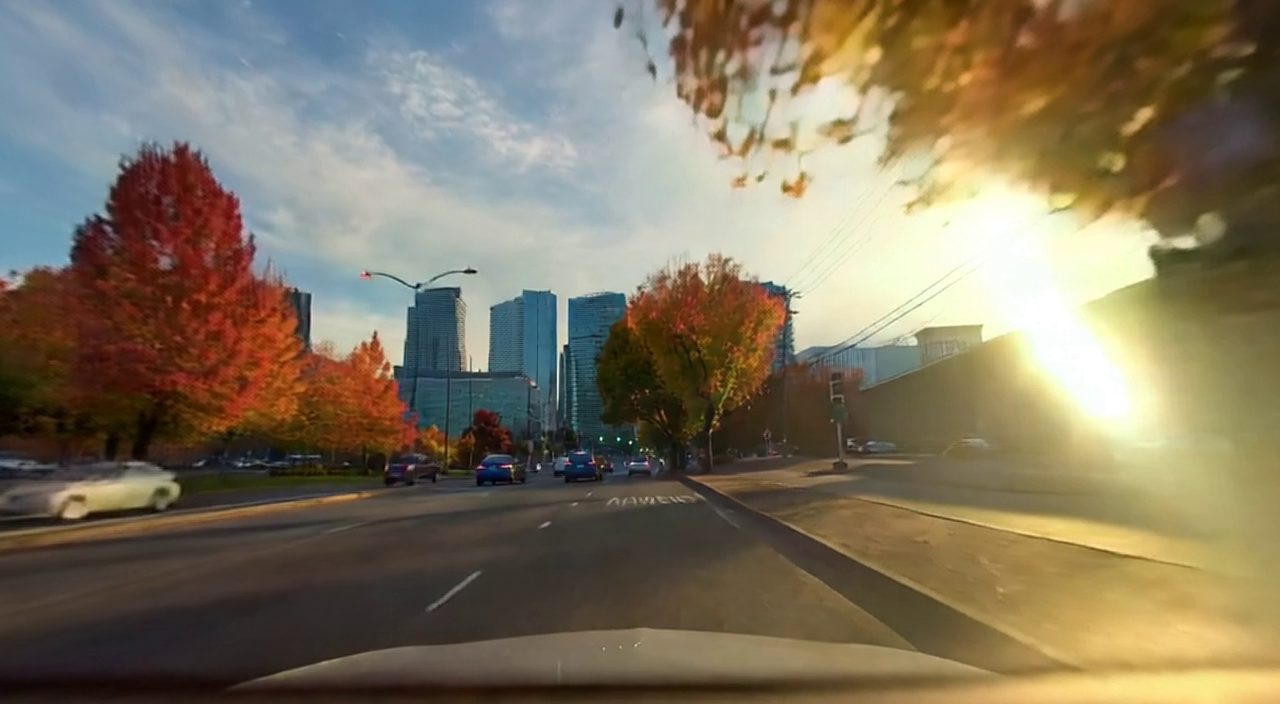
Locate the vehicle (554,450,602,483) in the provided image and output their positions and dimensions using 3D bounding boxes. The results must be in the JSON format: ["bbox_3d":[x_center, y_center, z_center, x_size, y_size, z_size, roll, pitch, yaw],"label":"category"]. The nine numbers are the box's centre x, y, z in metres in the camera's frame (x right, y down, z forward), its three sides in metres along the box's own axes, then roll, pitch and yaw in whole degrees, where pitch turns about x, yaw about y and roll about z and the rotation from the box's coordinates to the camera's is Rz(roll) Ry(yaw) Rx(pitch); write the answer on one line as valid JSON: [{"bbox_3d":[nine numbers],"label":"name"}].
[{"bbox_3d":[-3.395,6.354,35.205,2.085,1.663,4.513,0,-8,1],"label":"vehicle"}]

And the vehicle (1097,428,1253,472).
[{"bbox_3d":[20.596,3.785,24.583,1.941,1.485,4.755,2,-8,0],"label":"vehicle"}]

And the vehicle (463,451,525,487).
[{"bbox_3d":[-7.130,5.725,31.150,1.932,1.596,4.247,0,-8,1],"label":"vehicle"}]

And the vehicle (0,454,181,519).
[{"bbox_3d":[-15.836,3.691,17.866,1.969,1.503,4.797,1,-8,0],"label":"vehicle"}]

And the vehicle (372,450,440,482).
[{"bbox_3d":[-15.658,7.646,42.571,2.276,1.956,5.850,0,-8,0],"label":"vehicle"}]

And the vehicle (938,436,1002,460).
[{"bbox_3d":[22.053,6.449,42.308,1.884,1.532,4.745,0,-9,3],"label":"vehicle"}]
